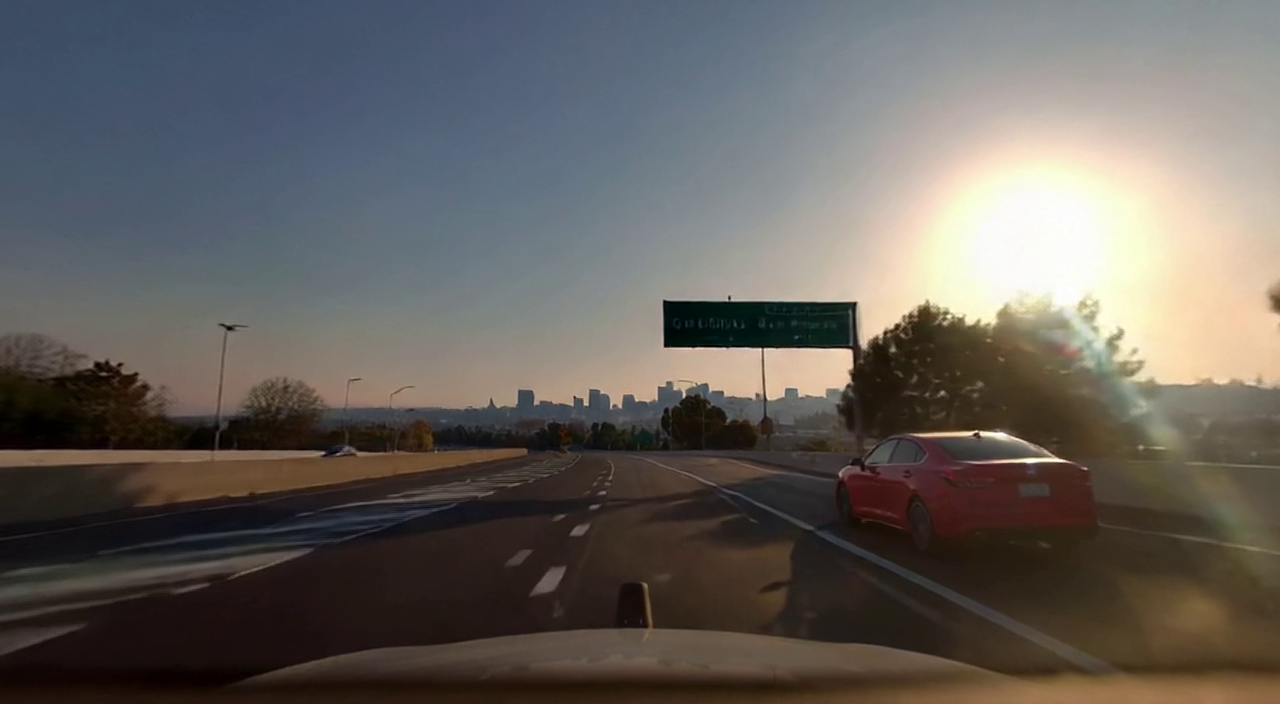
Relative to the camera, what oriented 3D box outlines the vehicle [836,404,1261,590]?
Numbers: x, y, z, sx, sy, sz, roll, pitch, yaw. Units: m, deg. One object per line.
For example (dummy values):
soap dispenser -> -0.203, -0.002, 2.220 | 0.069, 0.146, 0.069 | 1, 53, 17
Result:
vehicle -> 4.261, 1.589, 7.837 | 2.104, 1.575, 4.698 | 0, -8, 0
